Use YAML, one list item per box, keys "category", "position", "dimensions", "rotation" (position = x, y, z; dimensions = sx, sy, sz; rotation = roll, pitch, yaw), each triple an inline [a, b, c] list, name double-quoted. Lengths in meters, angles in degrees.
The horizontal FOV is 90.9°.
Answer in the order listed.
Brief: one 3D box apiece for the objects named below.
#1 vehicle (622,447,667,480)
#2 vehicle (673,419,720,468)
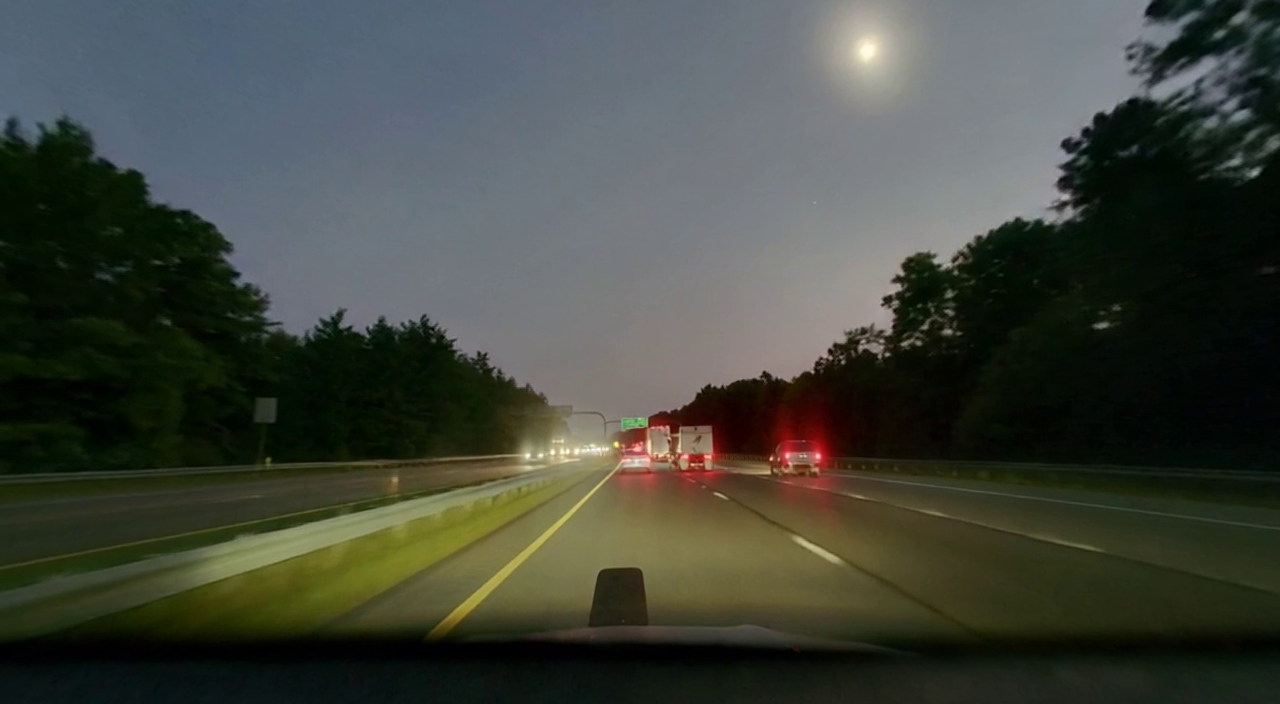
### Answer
- category: "vehicle"
  position: [0.195, 5.428, 30.941]
  dimensions: [2.069, 1.523, 4.012]
  rotation: [0, -9, 0]
- category: "vehicle"
  position: [4.066, 6.828, 46.909]
  dimensions: [2.600, 3.282, 7.635]
  rotation: [0, -9, -1]
